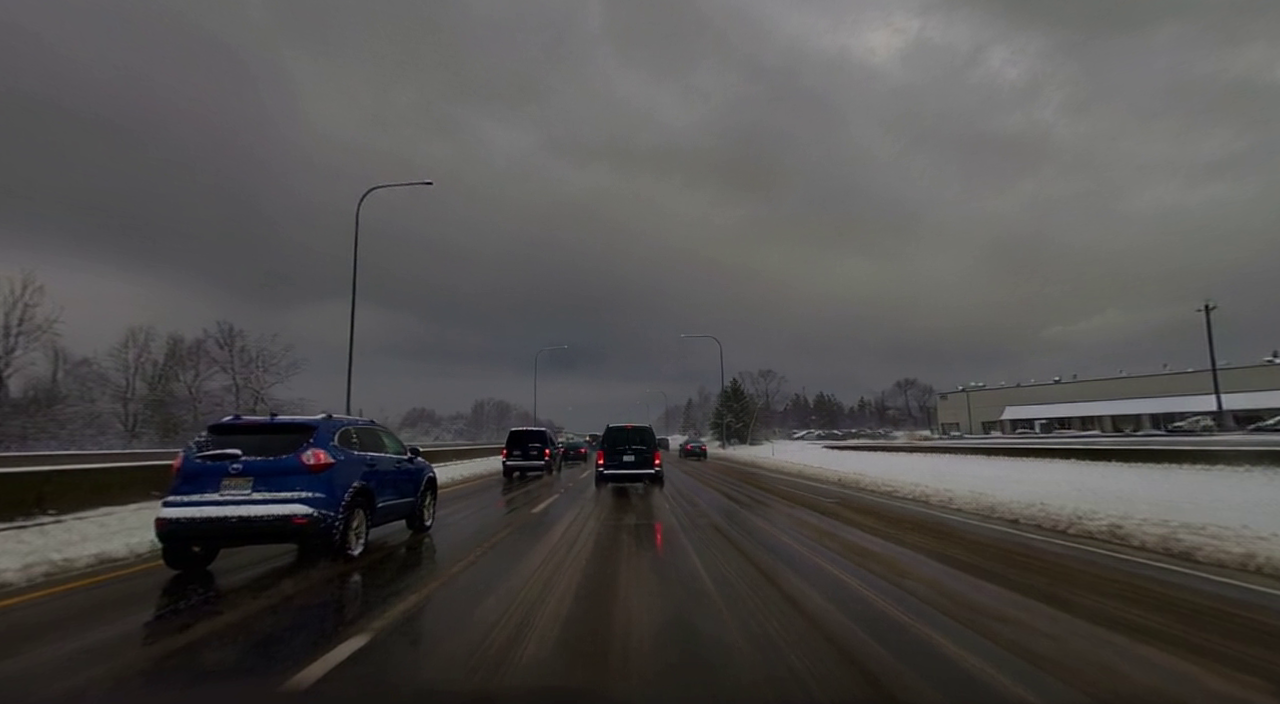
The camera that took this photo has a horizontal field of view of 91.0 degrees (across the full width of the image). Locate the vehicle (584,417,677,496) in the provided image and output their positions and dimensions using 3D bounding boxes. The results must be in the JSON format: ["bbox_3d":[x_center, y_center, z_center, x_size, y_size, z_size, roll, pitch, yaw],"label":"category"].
[{"bbox_3d":[-0.298,2.902,17.883,2.304,1.925,4.282,0,-8,-1],"label":"vehicle"}]

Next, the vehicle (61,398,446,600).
[{"bbox_3d":[-3.992,1.562,7.638,1.972,1.703,4.333,0,-8,-1],"label":"vehicle"}]

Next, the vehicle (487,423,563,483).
[{"bbox_3d":[-4.095,3.666,23.119,2.038,1.936,4.300,0,-8,-1],"label":"vehicle"}]

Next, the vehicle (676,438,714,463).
[{"bbox_3d":[3.600,6.490,41.621,1.999,1.494,3.833,0,-8,-3],"label":"vehicle"}]
